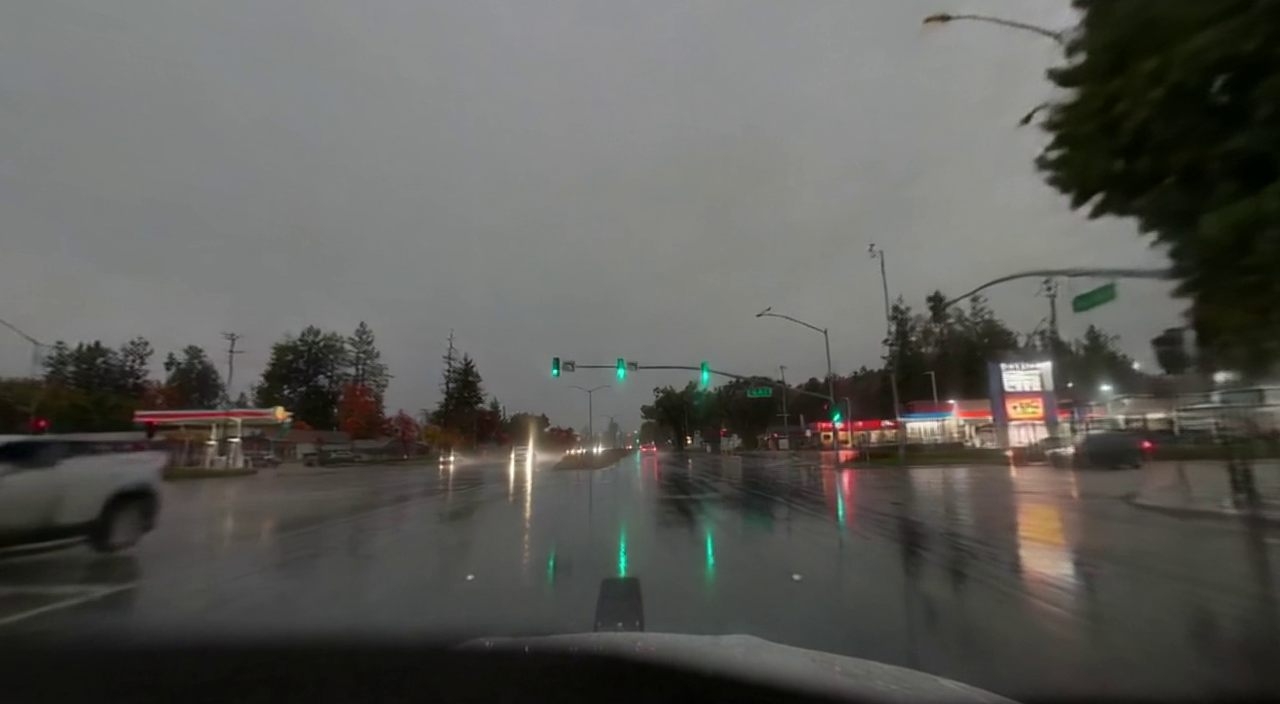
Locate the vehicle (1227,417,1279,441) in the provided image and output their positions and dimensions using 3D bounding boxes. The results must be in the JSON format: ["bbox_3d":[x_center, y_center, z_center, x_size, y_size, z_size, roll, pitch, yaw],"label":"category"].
[{"bbox_3d":[47.720,5.904,48.018,1.924,1.682,4.388,1,-9,0],"label":"vehicle"}]

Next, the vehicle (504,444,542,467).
[{"bbox_3d":[-8.630,7.713,46.820,1.913,1.478,4.312,-4,-10,0],"label":"vehicle"}]

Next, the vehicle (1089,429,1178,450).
[{"bbox_3d":[34.257,6.094,43.954,4.416,1.458,1.907,-1,-9,7],"label":"vehicle"}]

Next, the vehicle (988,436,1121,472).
[{"bbox_3d":[18.300,4.523,28.153,4.533,1.485,1.916,-3,-9,19],"label":"vehicle"}]

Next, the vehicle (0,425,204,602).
[{"bbox_3d":[-6.584,1.483,5.960,1.898,1.539,4.314,0,-9,-1],"label":"vehicle"}]
